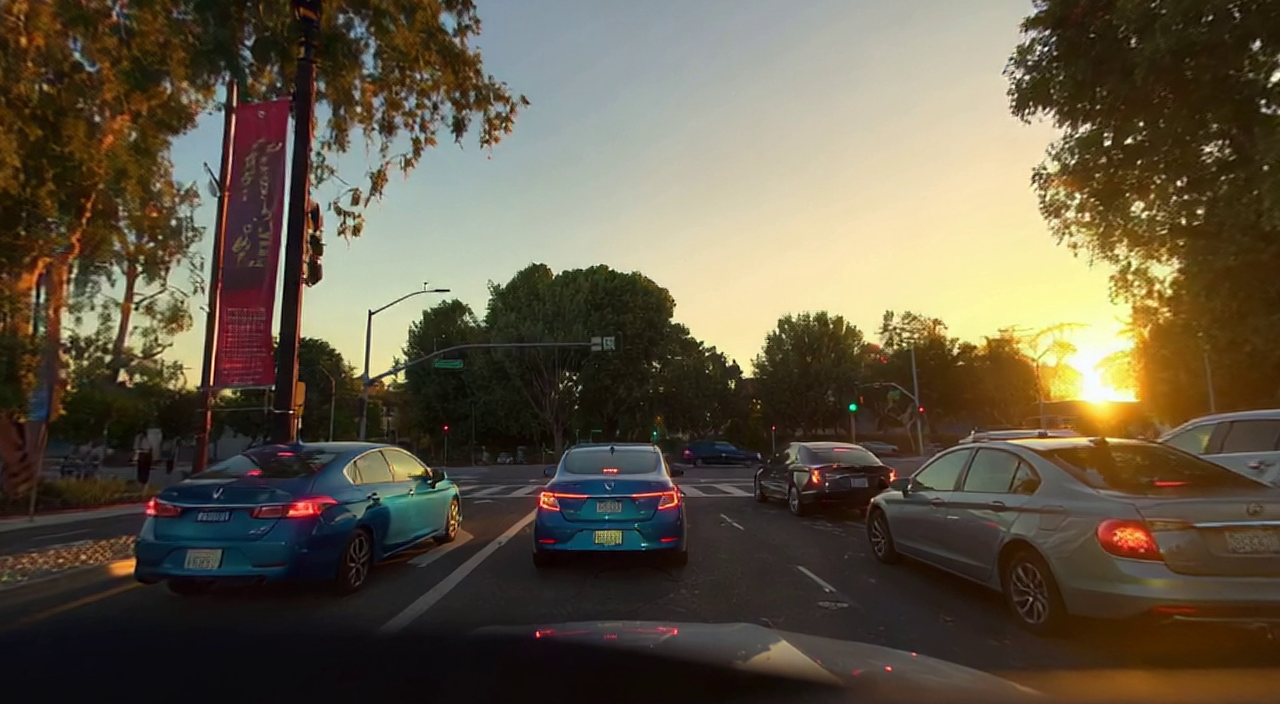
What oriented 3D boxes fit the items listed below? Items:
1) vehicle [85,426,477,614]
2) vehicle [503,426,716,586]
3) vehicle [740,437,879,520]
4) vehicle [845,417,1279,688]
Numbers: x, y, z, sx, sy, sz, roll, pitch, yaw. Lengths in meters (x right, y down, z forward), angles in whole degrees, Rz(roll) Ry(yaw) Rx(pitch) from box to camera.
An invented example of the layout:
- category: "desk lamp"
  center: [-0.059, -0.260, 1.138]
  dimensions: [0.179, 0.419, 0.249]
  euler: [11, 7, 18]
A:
- category: "vehicle"
  center: [-3.362, 1.638, 7.081]
  dimensions: [1.929, 1.457, 4.136]
  euler: [0, -9, 0]
- category: "vehicle"
  center: [-0.311, 1.729, 7.823]
  dimensions: [1.994, 1.479, 3.647]
  euler: [0, -9, -1]
- category: "vehicle"
  center: [3.397, 2.610, 13.489]
  dimensions: [1.852, 1.498, 3.825]
  euler: [0, -9, -1]
- category: "vehicle"
  center: [3.598, 1.439, 5.761]
  dimensions: [1.953, 1.471, 4.470]
  euler: [0, -9, 0]
